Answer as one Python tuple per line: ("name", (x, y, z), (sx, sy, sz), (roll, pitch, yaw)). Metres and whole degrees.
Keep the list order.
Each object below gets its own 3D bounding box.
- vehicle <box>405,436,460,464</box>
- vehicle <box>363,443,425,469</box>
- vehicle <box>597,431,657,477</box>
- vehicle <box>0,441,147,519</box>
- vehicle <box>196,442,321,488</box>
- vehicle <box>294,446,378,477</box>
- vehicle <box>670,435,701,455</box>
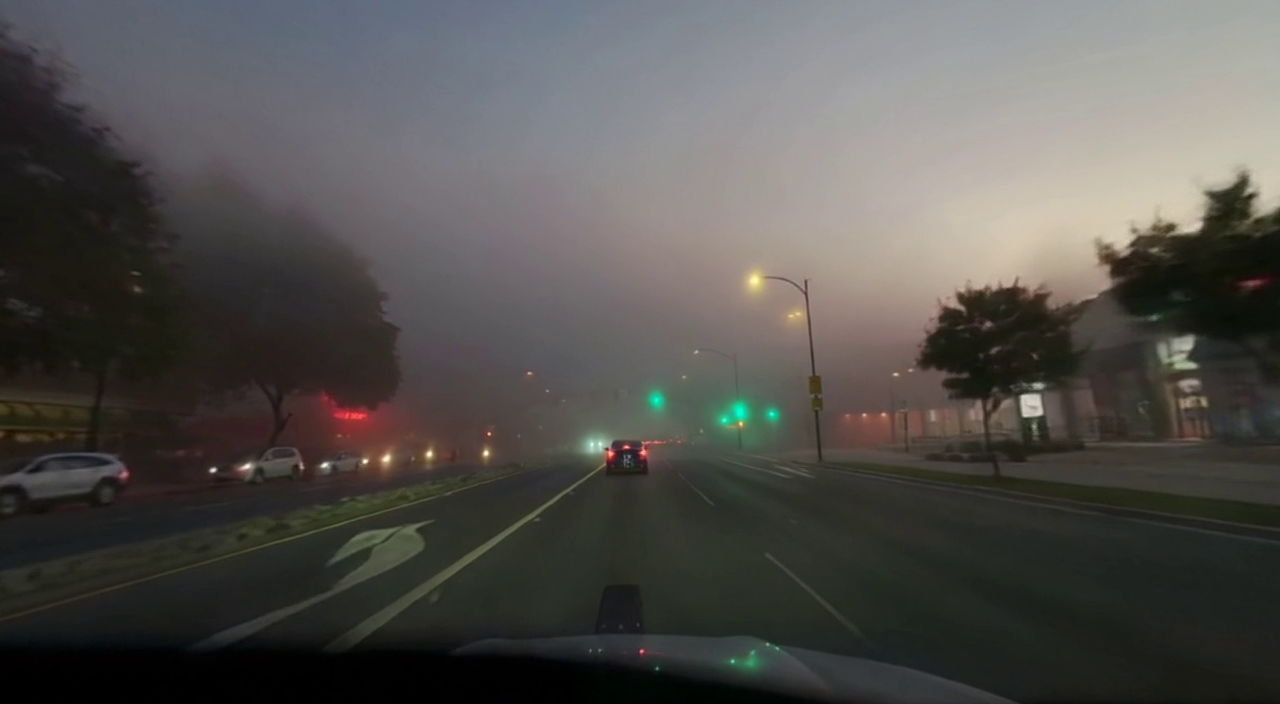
("vehicle", (-15.511, 7.377, 47.631), (2.250, 1.981, 5.861), (-1, -9, 0))
("vehicle", (-15.688, 6.661, 40.610), (2.131, 1.560, 4.563), (-1, -9, 1))
("vehicle", (-0.429, 3.737, 23.261), (2.045, 1.510, 3.690), (-1, -8, 0))
("vehicle", (-15.626, 3.275, 16.481), (1.981, 1.755, 4.113), (-1, -9, 3))
("vehicle", (-15.631, 4.626, 26.281), (2.130, 1.692, 4.734), (-1, -9, 2))
("vehicle", (-15.723, 5.676, 33.021), (1.931, 1.455, 5.023), (-1, -9, 0))
("vehicle", (3.437, 7.137, 48.492), (2.122, 1.454, 4.271), (-1, -8, 1))
